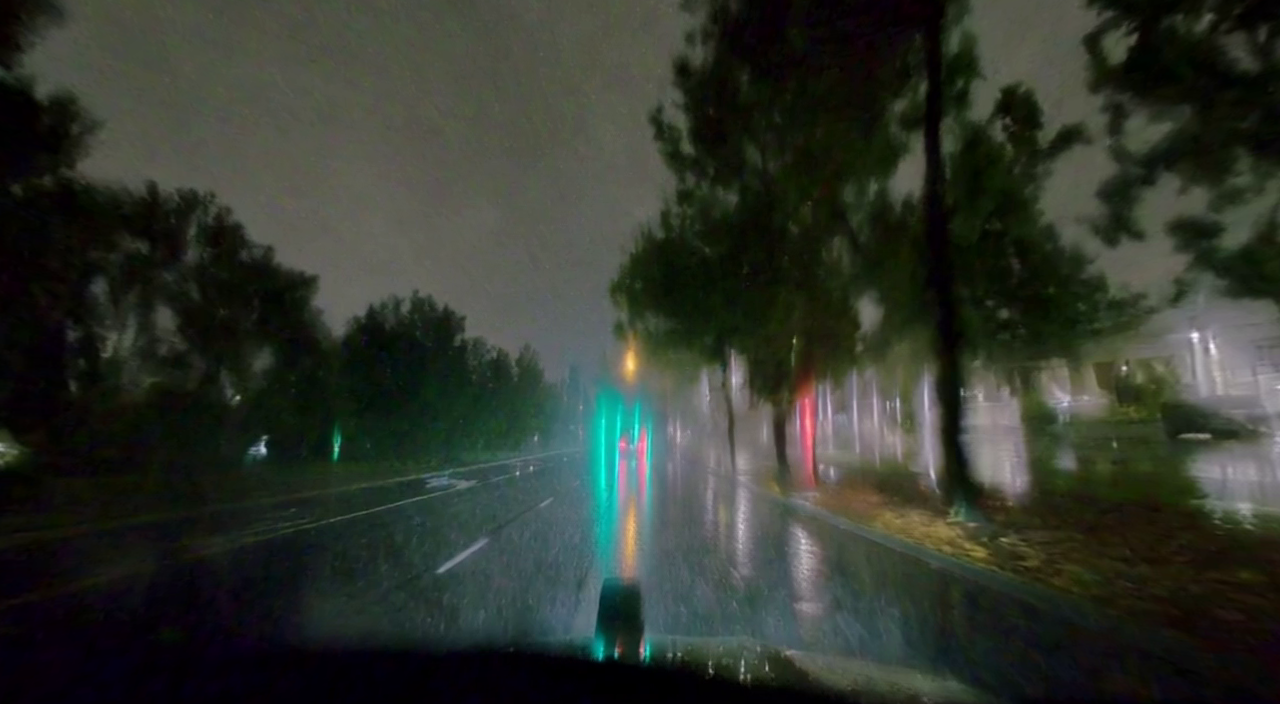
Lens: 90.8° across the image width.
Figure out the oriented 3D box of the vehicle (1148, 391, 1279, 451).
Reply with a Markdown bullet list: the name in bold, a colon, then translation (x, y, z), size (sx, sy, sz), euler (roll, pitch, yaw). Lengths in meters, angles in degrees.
- **vehicle**: translation (30.123, 3.559, 32.476), size (5.760, 2.710, 2.321), euler (-2, -9, -2)
